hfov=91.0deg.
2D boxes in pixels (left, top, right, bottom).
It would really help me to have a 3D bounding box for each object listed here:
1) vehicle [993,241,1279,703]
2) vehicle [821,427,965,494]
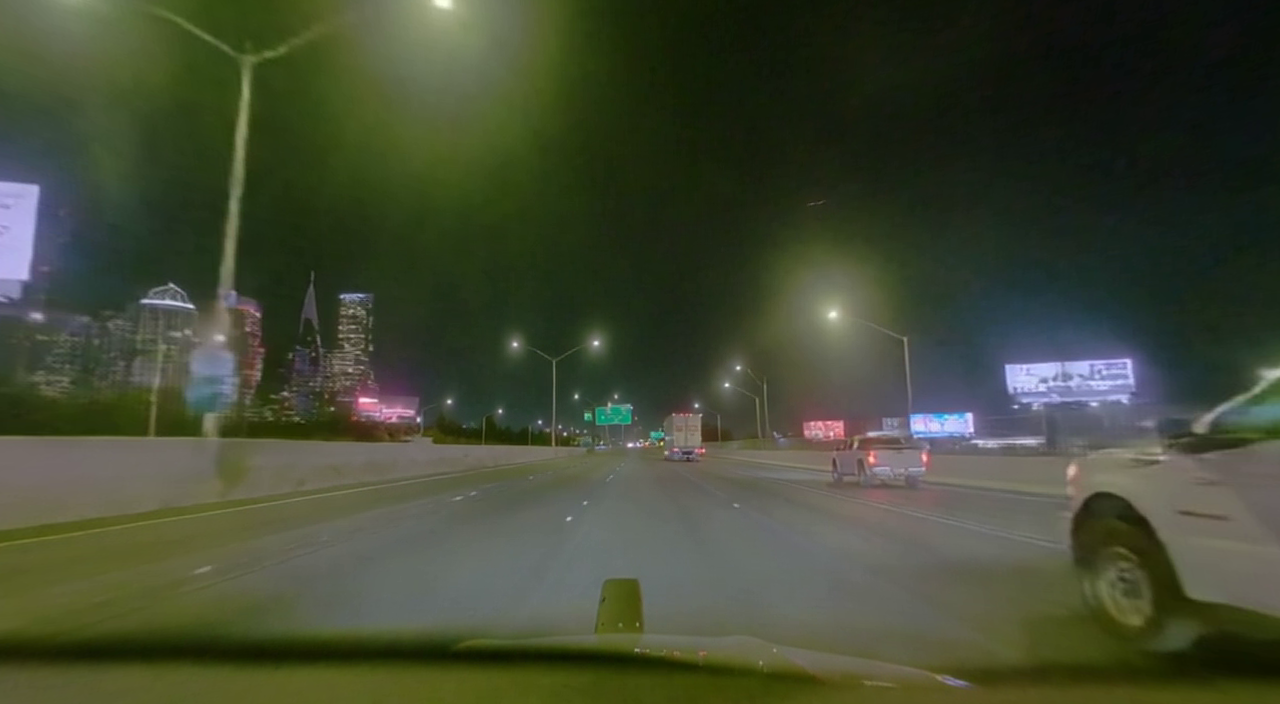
[{"bbox_3d":[4.097,0.435,1.561,2.740,2.157,6.300,0,-9,0],"label":"vehicle"},{"bbox_3d":[8.282,3.630,21.380,2.544,1.947,5.288,0,-9,-1],"label":"vehicle"}]
